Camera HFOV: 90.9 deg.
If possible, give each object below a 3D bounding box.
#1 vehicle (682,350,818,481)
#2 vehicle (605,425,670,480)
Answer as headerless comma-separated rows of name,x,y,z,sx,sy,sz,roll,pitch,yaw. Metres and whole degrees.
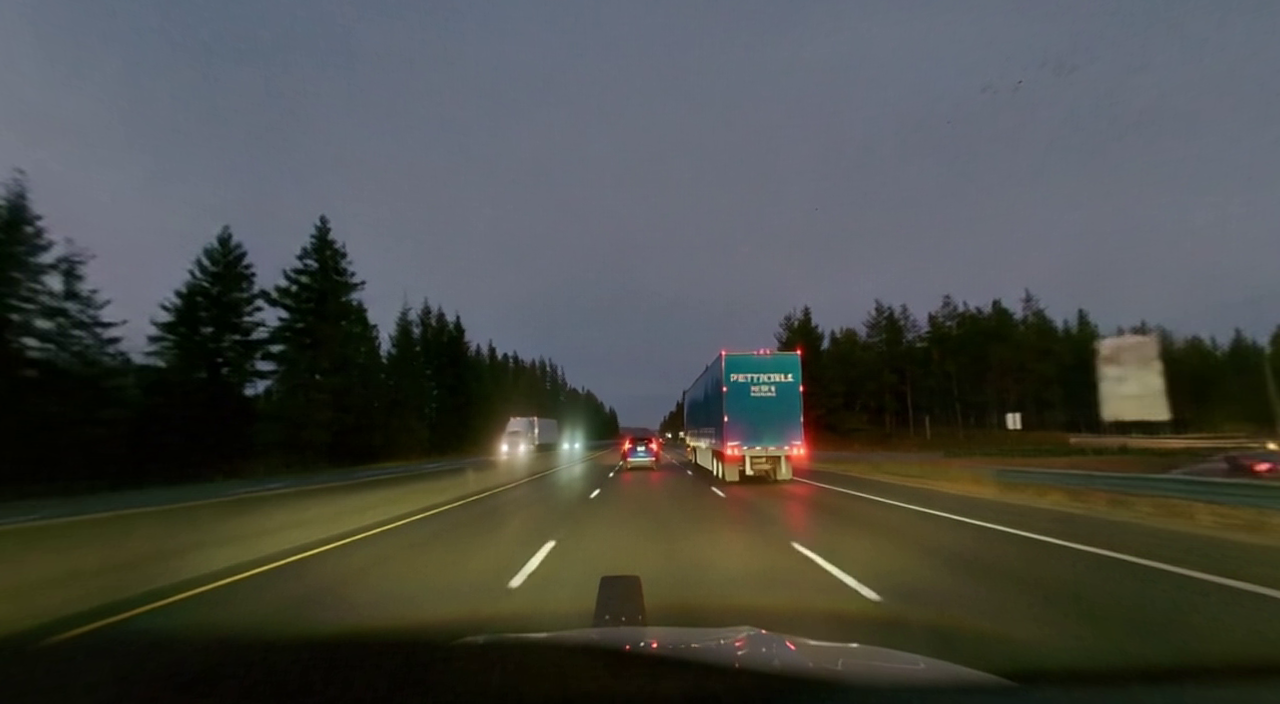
vehicle,4.042,3.214,28.408,2.899,4.160,16.621,0,-8,-1
vehicle,-0.093,3.767,23.800,2.222,1.848,4.610,0,-8,0
